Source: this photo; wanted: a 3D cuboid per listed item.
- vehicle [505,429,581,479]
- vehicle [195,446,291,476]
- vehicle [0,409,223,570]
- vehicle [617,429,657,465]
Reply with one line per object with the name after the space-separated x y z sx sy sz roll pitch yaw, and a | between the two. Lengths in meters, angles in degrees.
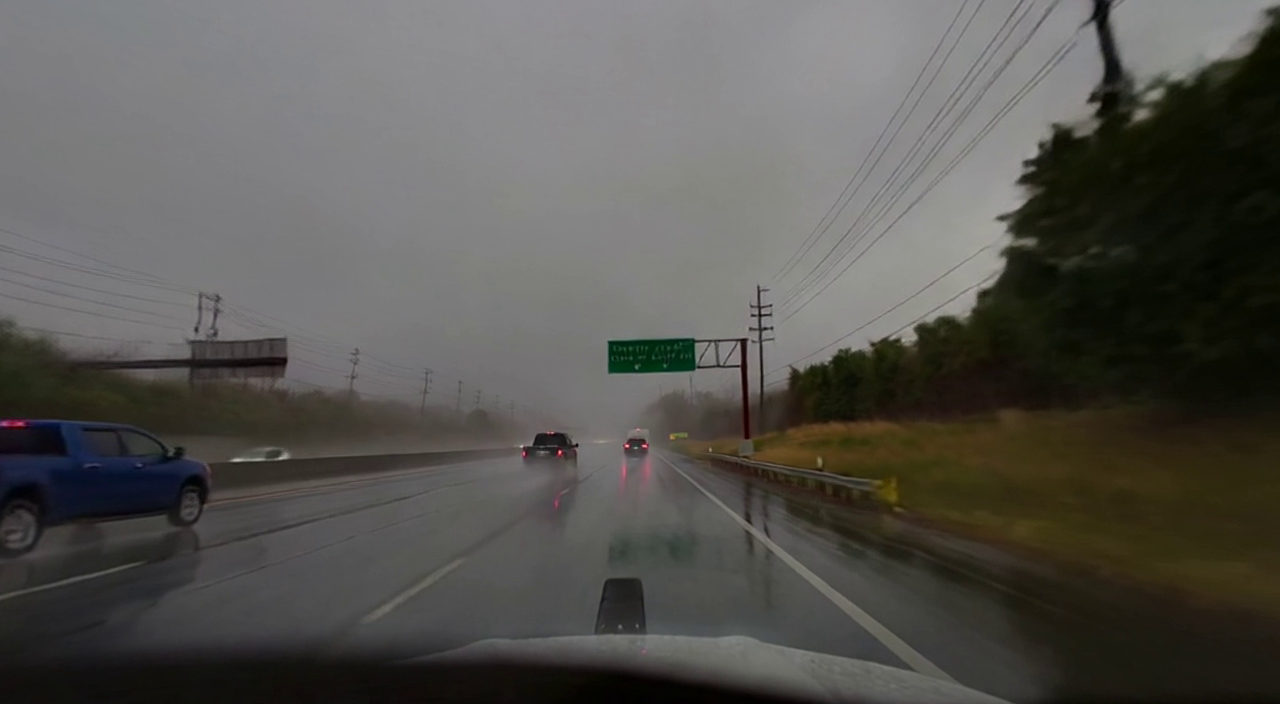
-3.747 4.067 25.446 2.204 1.812 5.289 0 -8 0 | vehicle
-21.105 5.783 33.852 1.985 1.469 4.807 0 -8 0 | vehicle
-7.502 1.562 7.530 2.013 1.609 4.446 0 -8 0 | vehicle
-0.195 6.096 40.561 2.358 2.144 4.713 0 -8 0 | vehicle
